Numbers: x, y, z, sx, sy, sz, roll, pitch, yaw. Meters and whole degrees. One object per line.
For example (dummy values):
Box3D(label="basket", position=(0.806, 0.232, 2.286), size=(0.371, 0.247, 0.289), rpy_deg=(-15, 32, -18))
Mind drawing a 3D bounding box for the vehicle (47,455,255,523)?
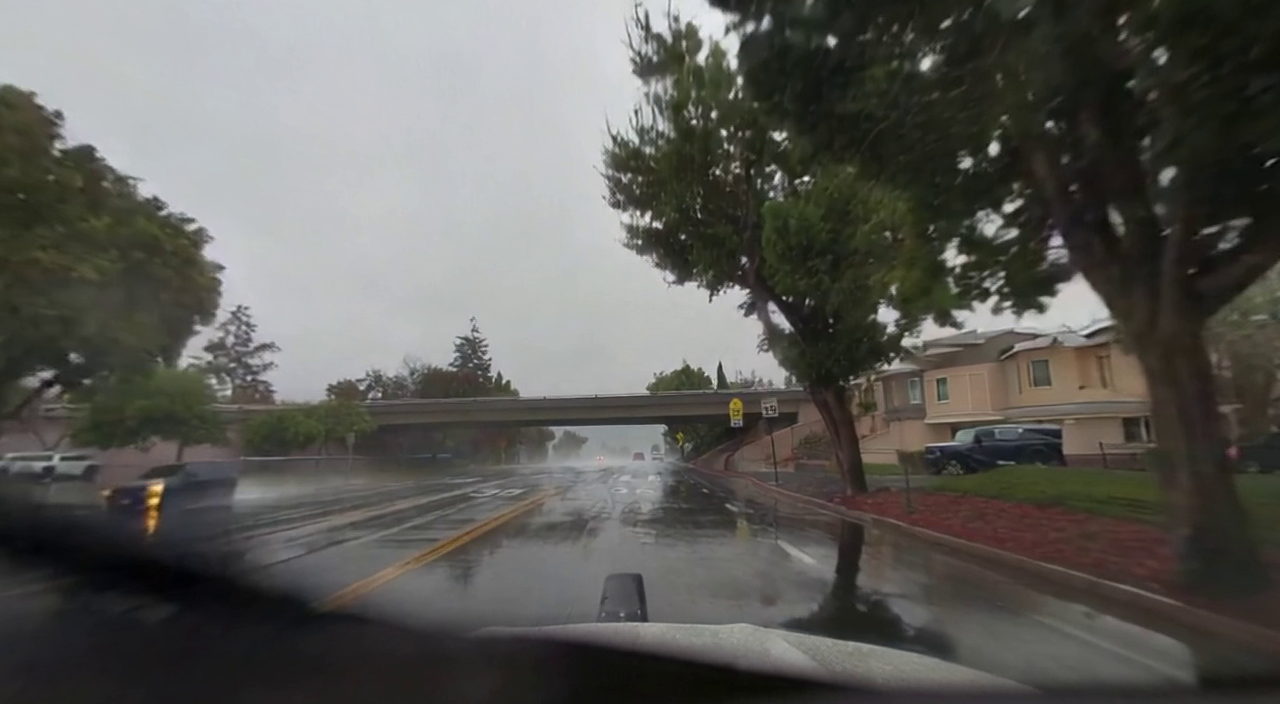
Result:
Box3D(label="vehicle", position=(-13.182, 3.678, 17.544), size=(1.972, 1.551, 4.755), rpy_deg=(0, -9, 0))

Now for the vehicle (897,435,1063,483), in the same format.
Box3D(label="vehicle", position=(11.434, 3.621, 21.620), size=(1.809, 1.432, 4.629), rpy_deg=(5, -10, -31))

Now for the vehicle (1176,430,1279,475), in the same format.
Box3D(label="vehicle", position=(22.893, 3.587, 22.761), size=(1.866, 1.483, 4.910), rpy_deg=(1, -11, -30))

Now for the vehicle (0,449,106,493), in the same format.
Box3D(label="vehicle", position=(-32.315, 6.421, 34.438), size=(1.990, 2.165, 4.424), rpy_deg=(-2, -9, 13))
